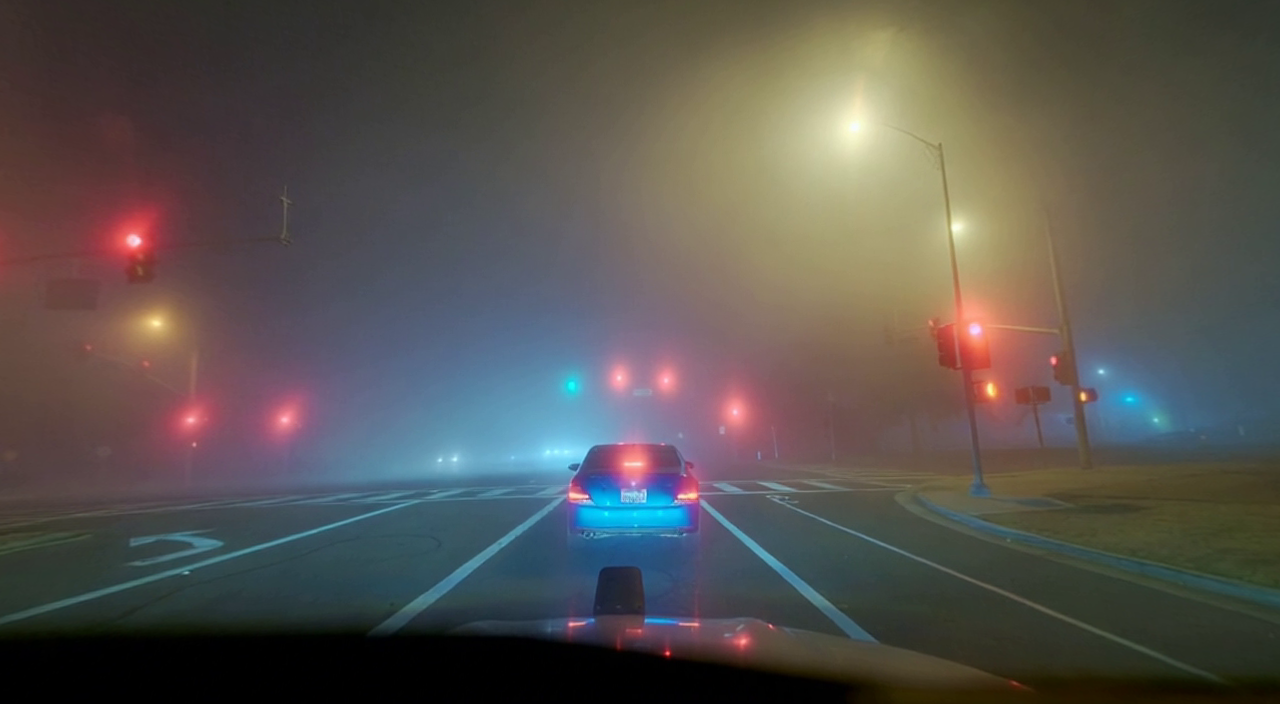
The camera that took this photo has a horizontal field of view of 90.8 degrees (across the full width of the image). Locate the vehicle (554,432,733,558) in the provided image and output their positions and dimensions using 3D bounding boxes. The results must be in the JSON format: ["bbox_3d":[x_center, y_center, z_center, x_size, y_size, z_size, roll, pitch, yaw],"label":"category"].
[{"bbox_3d":[0.007,1.997,9.532,2.107,1.470,3.974,0,-9,-1],"label":"vehicle"}]
